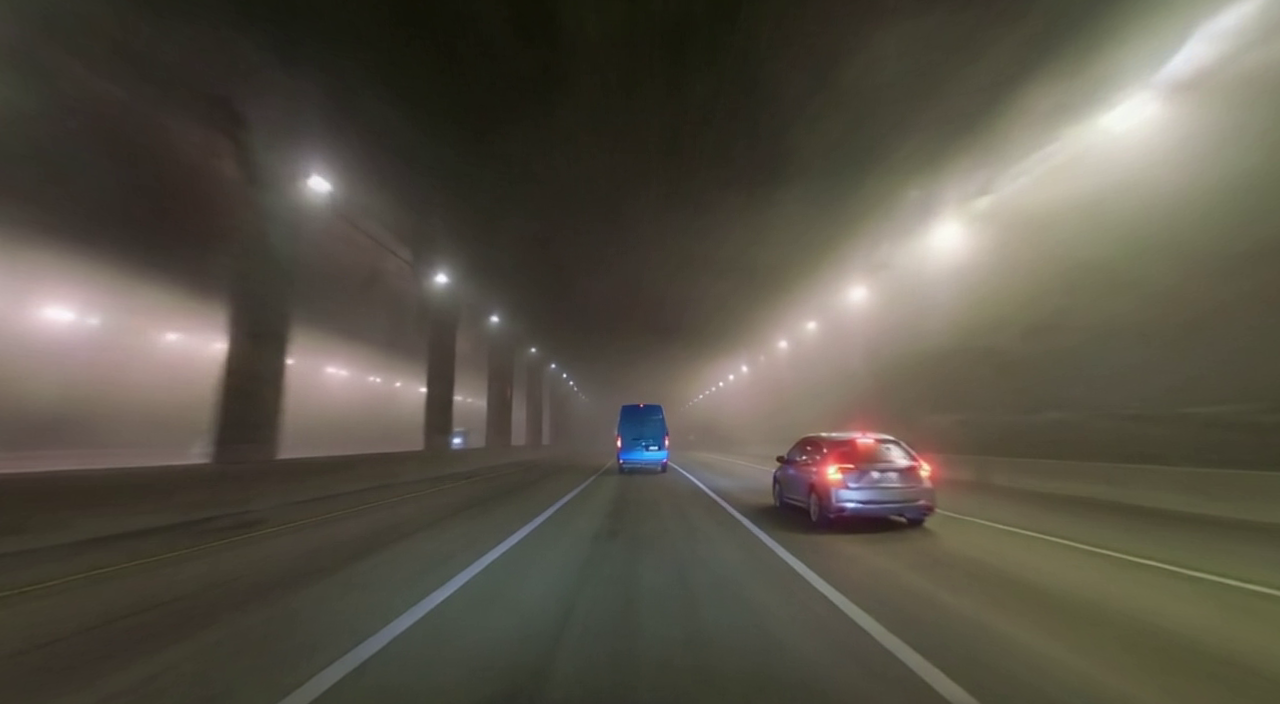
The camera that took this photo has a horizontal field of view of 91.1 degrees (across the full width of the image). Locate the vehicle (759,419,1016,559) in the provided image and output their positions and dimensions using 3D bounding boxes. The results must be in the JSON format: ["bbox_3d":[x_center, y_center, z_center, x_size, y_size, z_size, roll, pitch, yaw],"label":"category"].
[{"bbox_3d":[3.175,1.824,9.162,2.095,1.553,4.069,0,-8,0],"label":"vehicle"}]

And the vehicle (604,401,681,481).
[{"bbox_3d":[0.103,3.123,22.278,2.404,2.459,5.229,0,-8,1],"label":"vehicle"}]
